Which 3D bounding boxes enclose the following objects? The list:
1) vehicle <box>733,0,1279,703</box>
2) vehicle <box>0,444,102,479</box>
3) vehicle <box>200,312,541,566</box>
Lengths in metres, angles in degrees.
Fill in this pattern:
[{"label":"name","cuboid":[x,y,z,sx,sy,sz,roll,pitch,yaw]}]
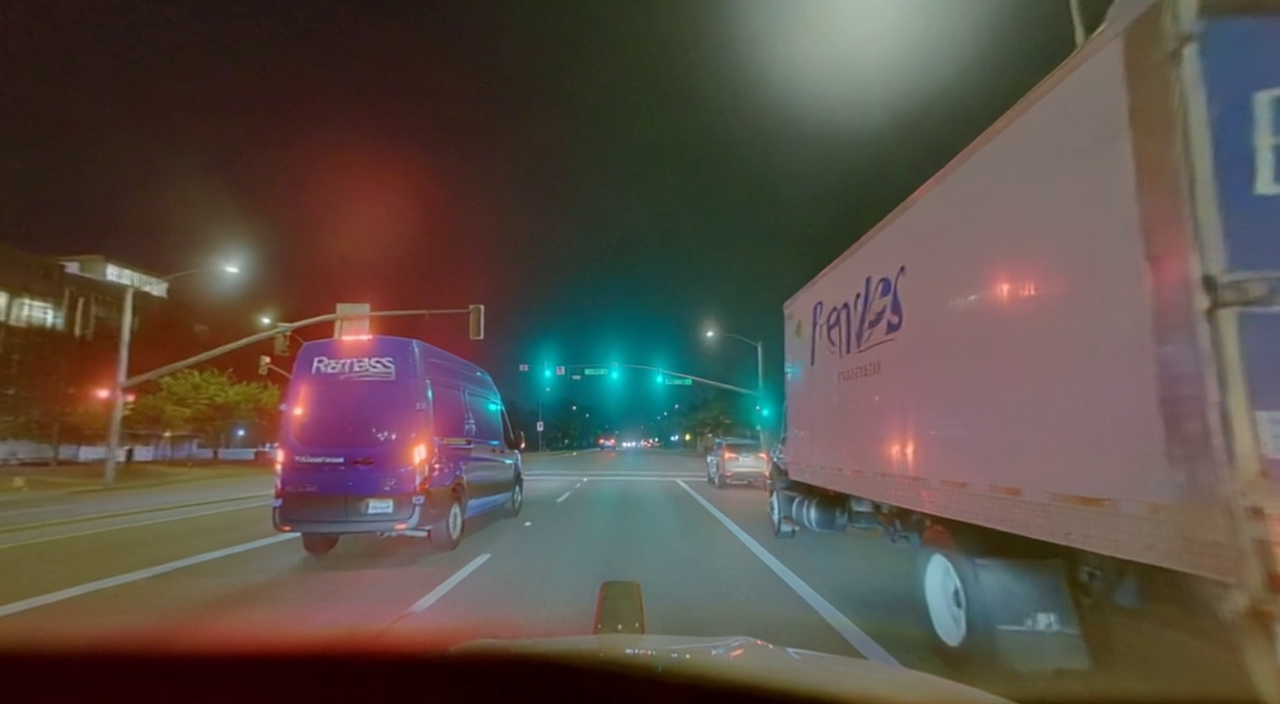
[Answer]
[{"label":"vehicle","cuboid":[3.198,0.545,6.695,2.861,3.525,9.858,0,-9,0]},{"label":"vehicle","cuboid":[-30.996,5.579,32.357,4.811,1.675,1.875,5,-10,-31]},{"label":"vehicle","cuboid":[-3.447,1.415,10.211,2.443,2.784,6.493,0,-9,2]}]
